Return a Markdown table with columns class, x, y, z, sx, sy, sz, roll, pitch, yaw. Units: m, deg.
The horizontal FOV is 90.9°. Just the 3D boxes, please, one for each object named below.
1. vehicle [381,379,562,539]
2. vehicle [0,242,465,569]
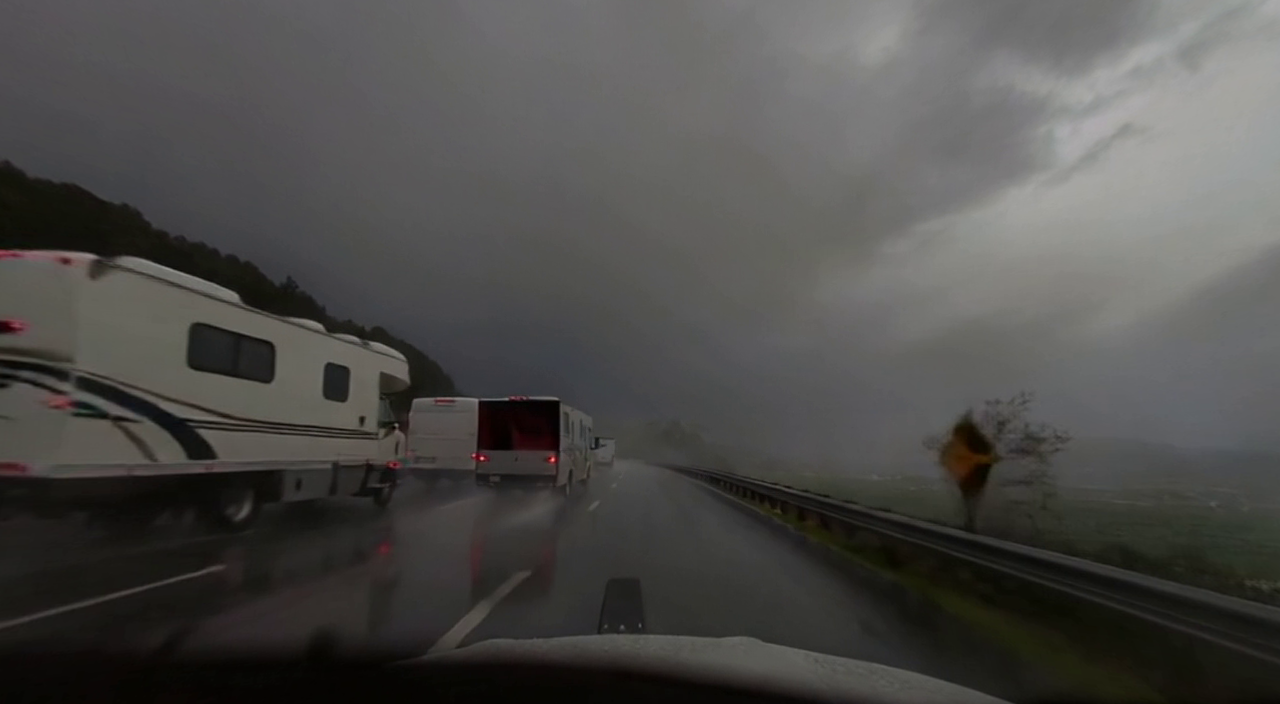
| class | x | y | z | sx | sy | sz | roll | pitch | yaw |
| --- | --- | --- | --- | --- | --- | --- | --- | --- | --- |
| vehicle | -2.974 | 2.025 | 12.206 | 2.331 | 2.583 | 3.743 | -1 | -9 | 2 |
| vehicle | -7.631 | 1.687 | 14.885 | 2.929 | 4.010 | 14.446 | 0 | -9 | 0 |
